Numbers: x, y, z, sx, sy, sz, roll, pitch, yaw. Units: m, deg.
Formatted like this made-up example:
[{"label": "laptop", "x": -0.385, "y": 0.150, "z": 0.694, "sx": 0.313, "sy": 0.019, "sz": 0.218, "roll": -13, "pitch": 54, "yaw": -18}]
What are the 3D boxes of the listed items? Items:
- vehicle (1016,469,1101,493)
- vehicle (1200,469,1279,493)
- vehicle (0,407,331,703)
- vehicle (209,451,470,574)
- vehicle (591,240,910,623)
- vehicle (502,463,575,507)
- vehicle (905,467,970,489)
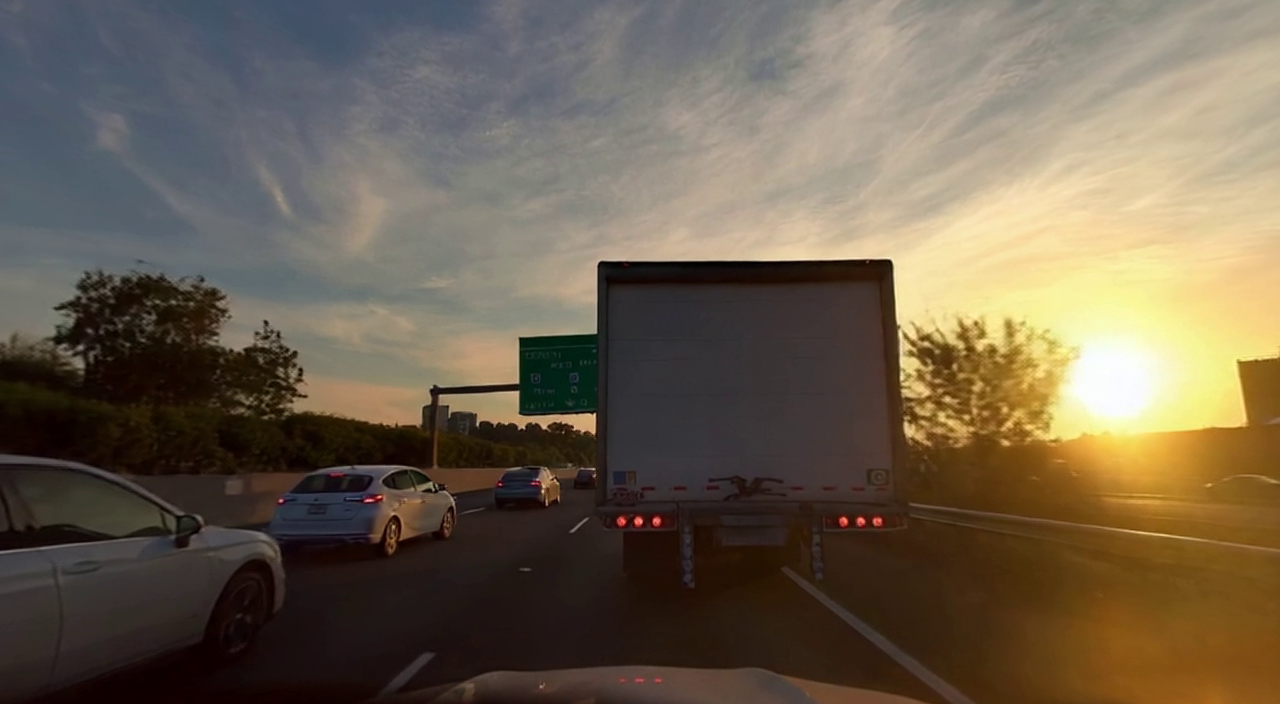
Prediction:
[{"label": "vehicle", "x": 27.893, "y": 8.584, "z": 42.158, "sx": 4.299, "sy": 1.465, "sz": 1.807, "roll": -3, "pitch": -11, "yaw": 19}, {"label": "vehicle", "x": 38.864, "y": 8.278, "z": 40.458, "sx": 3.974, "sy": 1.485, "sz": 1.709, "roll": 0, "pitch": -11, "yaw": 3}, {"label": "vehicle", "x": -3.482, "y": 0.995, "z": 2.575, "sx": 1.983, "sy": 1.509, "sz": 4.679, "roll": 0, "pitch": -11, "yaw": 1}, {"label": "vehicle", "x": -4.303, "y": 2.389, "z": 10.020, "sx": 1.946, "sy": 1.469, "sz": 4.431, "roll": 1, "pitch": -11, "yaw": 0}, {"label": "vehicle", "x": 0.904, "y": 1.447, "z": 10.159, "sx": 2.831, "sy": 3.529, "sz": 8.689, "roll": 1, "pitch": -11, "yaw": -1}, {"label": "vehicle", "x": -3.724, "y": 5.001, "z": 23.967, "sx": 1.964, "sy": 1.482, "sz": 4.371, "roll": 0, "pitch": -11, "yaw": 1}, {"label": "vehicle", "x": 22.030, "y": 9.297, "z": 46.658, "sx": 4.107, "sy": 1.485, "sz": 1.796, "roll": -6, "pitch": -13, "yaw": 32}]
